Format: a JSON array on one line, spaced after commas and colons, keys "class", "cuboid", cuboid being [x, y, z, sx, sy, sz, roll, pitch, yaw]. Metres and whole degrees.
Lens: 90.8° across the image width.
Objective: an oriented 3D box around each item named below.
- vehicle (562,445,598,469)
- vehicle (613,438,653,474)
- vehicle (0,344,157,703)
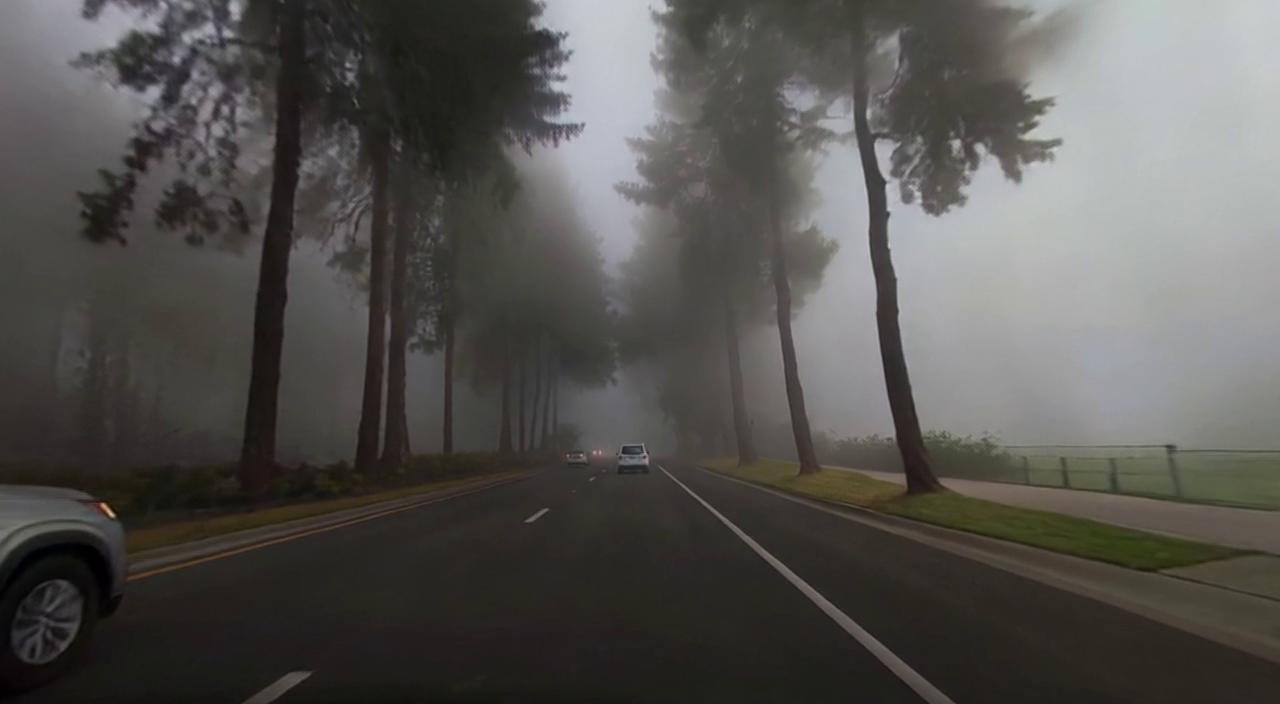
[{"class": "vehicle", "cuboid": [-3.962, 6.994, 42.217, 1.936, 1.538, 4.016, 0, -8, 1]}, {"class": "vehicle", "cuboid": [-0.362, 5.471, 33.385, 2.018, 1.769, 3.897, 0, -8, -1]}, {"class": "vehicle", "cuboid": [-4.043, 0.643, 1.735, 1.860, 1.741, 4.479, 0, -8, 0]}]
